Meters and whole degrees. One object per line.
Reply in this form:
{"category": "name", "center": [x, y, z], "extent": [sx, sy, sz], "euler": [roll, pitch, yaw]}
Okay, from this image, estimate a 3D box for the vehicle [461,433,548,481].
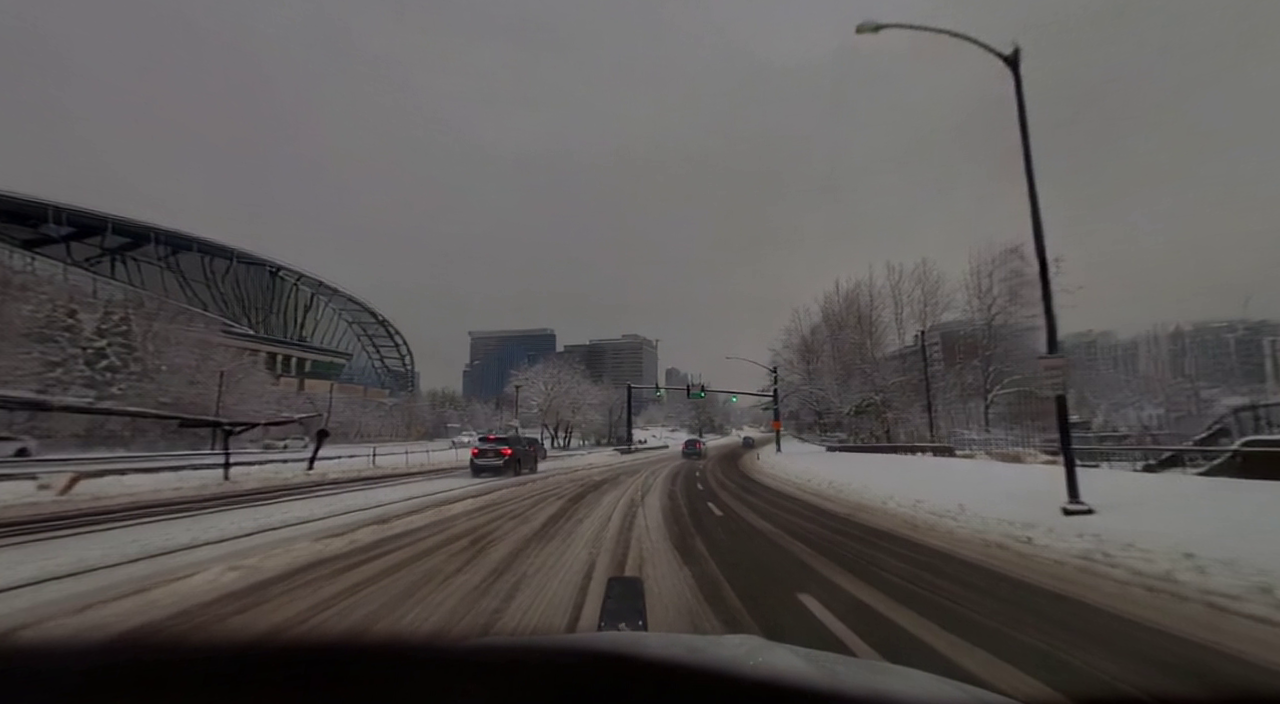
{"category": "vehicle", "center": [-5.362, 4.238, 25.668], "extent": [2.181, 1.728, 4.515], "euler": [-1, -9, 5]}
